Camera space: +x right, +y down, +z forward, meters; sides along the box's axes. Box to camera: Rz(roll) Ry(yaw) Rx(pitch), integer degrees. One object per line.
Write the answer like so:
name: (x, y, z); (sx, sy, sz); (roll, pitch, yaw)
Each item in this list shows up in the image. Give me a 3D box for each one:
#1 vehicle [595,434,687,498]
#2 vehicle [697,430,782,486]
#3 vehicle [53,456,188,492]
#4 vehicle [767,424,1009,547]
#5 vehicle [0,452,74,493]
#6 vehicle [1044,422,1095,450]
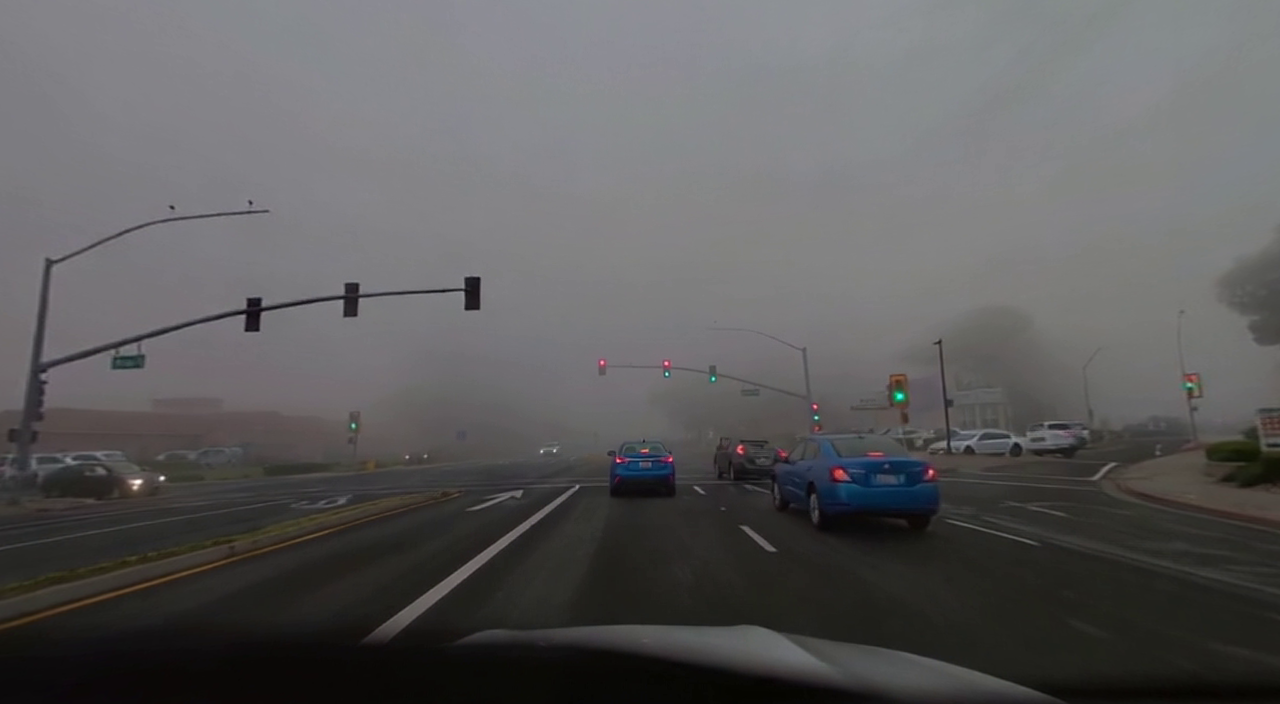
vehicle: (-0.018, 2.951, 16.730); (2.135, 1.468, 4.076); (0, -8, -1)
vehicle: (3.154, 3.487, 21.098); (1.973, 1.633, 4.717); (0, -8, -1)
vehicle: (-26.276, 6.156, 32.108); (4.780, 1.669, 2.232); (0, -8, -2)
vehicle: (3.496, 1.966, 10.060); (1.889, 1.473, 4.643); (0, -8, -1)
vehicle: (-38.397, 7.354, 38.669); (5.135, 2.388, 2.288); (0, -8, -1)
vehicle: (33.783, 6.647, 49.618); (2.237, 2.063, 5.099); (-8, -12, 43)
